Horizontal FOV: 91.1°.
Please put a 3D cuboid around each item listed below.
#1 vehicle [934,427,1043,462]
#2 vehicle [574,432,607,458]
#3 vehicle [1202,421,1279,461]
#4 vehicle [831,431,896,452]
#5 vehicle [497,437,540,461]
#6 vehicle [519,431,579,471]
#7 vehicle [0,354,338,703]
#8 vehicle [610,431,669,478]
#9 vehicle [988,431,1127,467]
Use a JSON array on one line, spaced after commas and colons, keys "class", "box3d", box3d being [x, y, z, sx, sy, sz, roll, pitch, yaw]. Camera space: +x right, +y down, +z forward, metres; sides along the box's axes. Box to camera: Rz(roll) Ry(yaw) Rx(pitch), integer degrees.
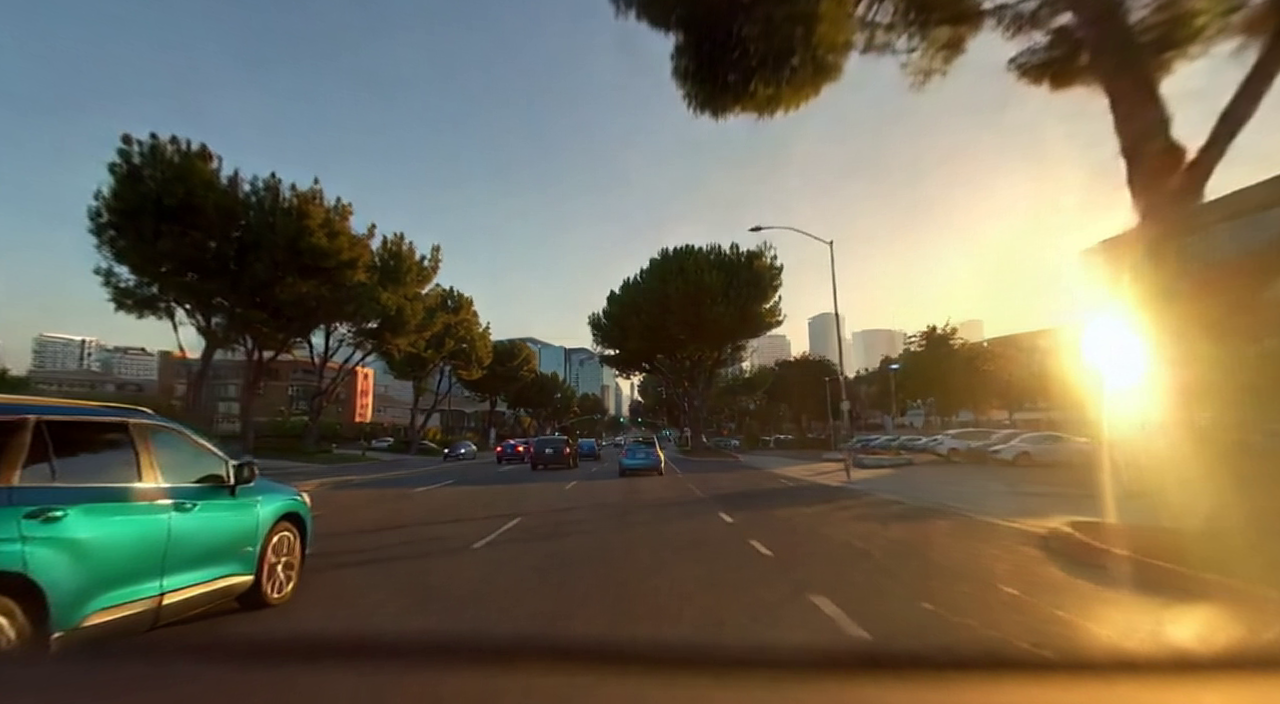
[{"class": "vehicle", "box3d": [17.342, 4.629, 31.371, 4.290, 1.664, 1.893, 1, -8, -3]}, {"class": "vehicle", "box3d": [-3.669, 6.986, 47.144, 2.047, 1.810, 4.414, 0, -8, 0]}, {"class": "vehicle", "box3d": [28.835, 4.062, 28.638, 4.367, 1.763, 2.015, 0, -8, 1]}, {"class": "vehicle", "box3d": [17.593, 7.075, 49.532, 4.329, 1.656, 1.873, 0, -8, 1]}, {"class": "vehicle", "box3d": [-8.013, 6.432, 41.653, 1.926, 1.463, 4.450, 0, -8, 1]}, {"class": "vehicle", "box3d": [-4.168, 4.603, 29.424, 2.113, 1.713, 4.422, 0, -8, 1]}, {"class": "vehicle", "box3d": [-3.766, 0.955, 3.490, 2.070, 1.641, 4.152, 0, -8, 0]}, {"class": "vehicle", "box3d": [-0.018, 3.895, 24.046, 2.042, 1.641, 4.187, 0, -8, 0]}, {"class": "vehicle", "box3d": [17.580, 4.097, 26.590, 4.460, 1.449, 1.959, 0, -8, -2]}]
